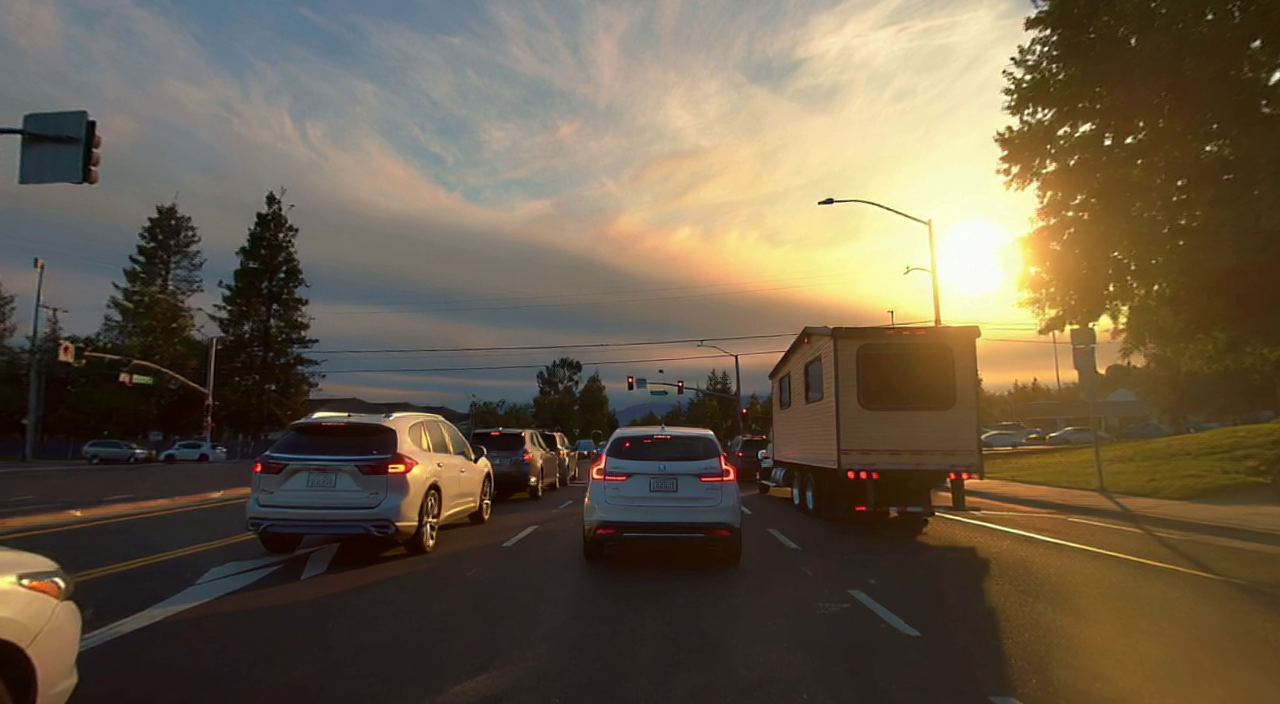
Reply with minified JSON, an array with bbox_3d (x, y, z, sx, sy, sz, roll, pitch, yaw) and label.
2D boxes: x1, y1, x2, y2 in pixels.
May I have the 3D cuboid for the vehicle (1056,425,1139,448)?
[{"bbox_3d":[33.124,6.160,45.902,4.671,1.595,1.824,-5,-10,31],"label":"vehicle"}]

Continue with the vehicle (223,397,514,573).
[{"bbox_3d":[-3.273,1.714,8.839,2.085,1.812,4.388,0,-9,0],"label":"vehicle"}]

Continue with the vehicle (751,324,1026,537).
[{"bbox_3d":[3.674,1.408,11.009,2.531,2.750,5.595,0,-8,1],"label":"vehicle"}]

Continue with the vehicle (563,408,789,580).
[{"bbox_3d":[0.349,1.698,8.304,2.189,1.649,4.171,0,-9,0],"label":"vehicle"}]

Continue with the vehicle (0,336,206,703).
[{"bbox_3d":[-3.431,0.669,1.463,1.952,1.730,4.116,0,-9,-1],"label":"vehicle"}]
